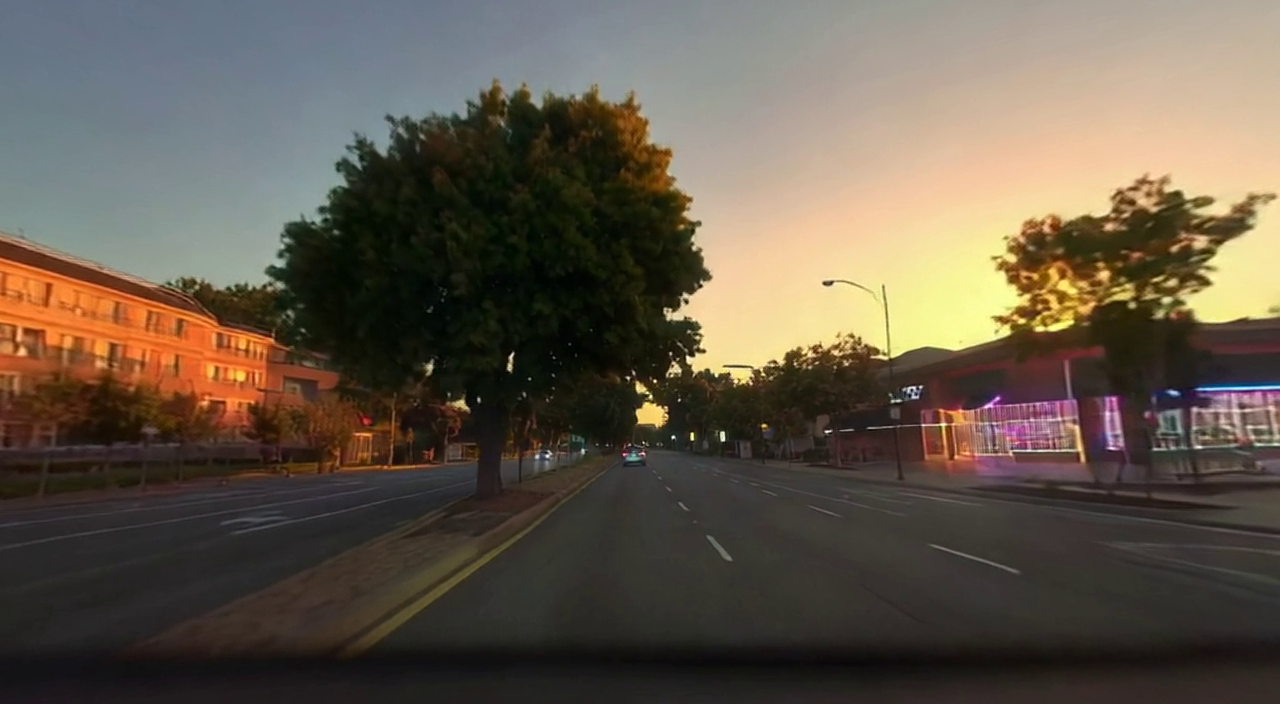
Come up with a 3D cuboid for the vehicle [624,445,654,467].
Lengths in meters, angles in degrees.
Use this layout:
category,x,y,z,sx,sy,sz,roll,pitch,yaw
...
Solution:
category,x,y,z,sx,sy,sz,roll,pitch,yaw
vehicle,-0.068,7.314,44.585,2.027,1.494,3.942,0,-8,-1
